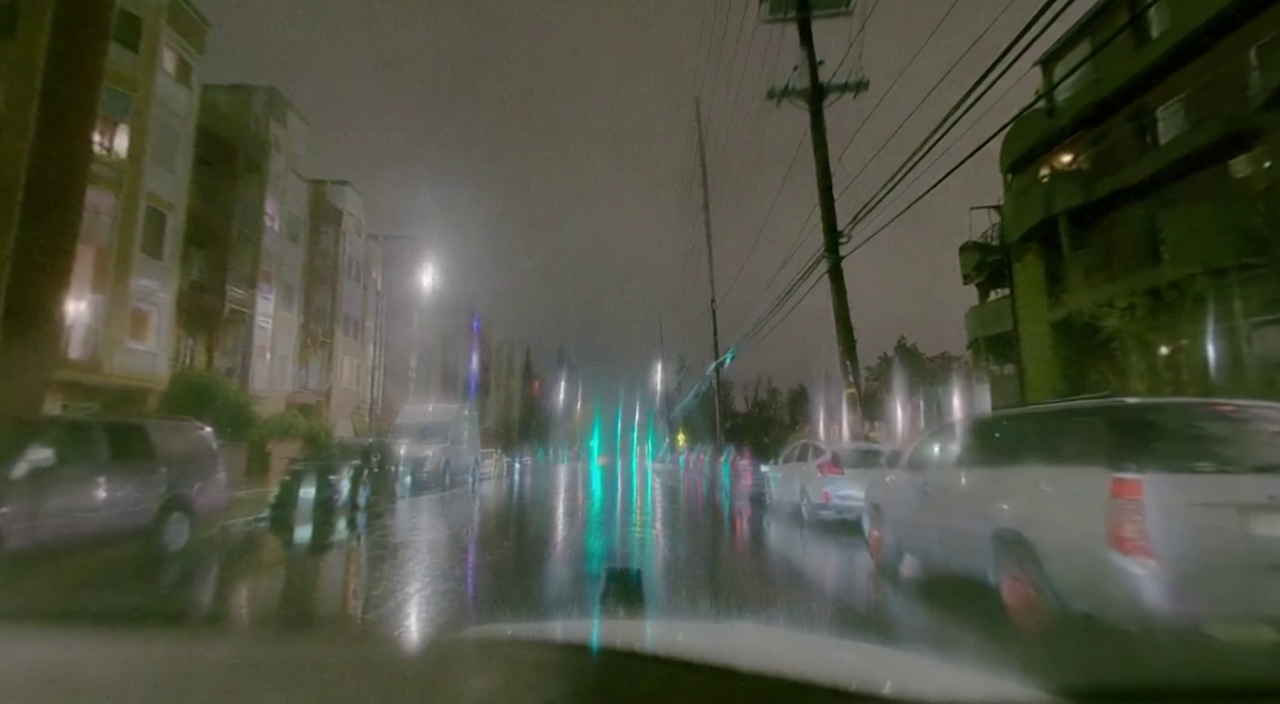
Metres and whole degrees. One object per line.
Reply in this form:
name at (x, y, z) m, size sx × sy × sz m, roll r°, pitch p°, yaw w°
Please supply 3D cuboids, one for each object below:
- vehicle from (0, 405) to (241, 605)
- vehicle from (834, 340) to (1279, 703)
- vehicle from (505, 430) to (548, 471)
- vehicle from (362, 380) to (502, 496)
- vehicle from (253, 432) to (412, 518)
vehicle at (-7.579, 1.708, 7.537) m, size 2.209 × 2.003 × 5.270 m, roll 0°, pitch -8°, yaw -1°
vehicle at (3.667, 1.228, 5.467) m, size 2.185 × 1.888 × 4.724 m, roll 0°, pitch -9°, yaw -4°
vehicle at (-7.207, 6.281, 40.456) m, size 1.889 × 2.463 × 4.142 m, roll 0°, pitch -9°, yaw 1°
vehicle at (-7.532, 3.307, 23.951) m, size 2.901 × 3.610 × 6.707 m, roll -3°, pitch -9°, yaw 1°
vehicle at (-7.726, 3.122, 16.469) m, size 1.955 × 1.804 × 4.523 m, roll -3°, pitch -9°, yaw -1°
